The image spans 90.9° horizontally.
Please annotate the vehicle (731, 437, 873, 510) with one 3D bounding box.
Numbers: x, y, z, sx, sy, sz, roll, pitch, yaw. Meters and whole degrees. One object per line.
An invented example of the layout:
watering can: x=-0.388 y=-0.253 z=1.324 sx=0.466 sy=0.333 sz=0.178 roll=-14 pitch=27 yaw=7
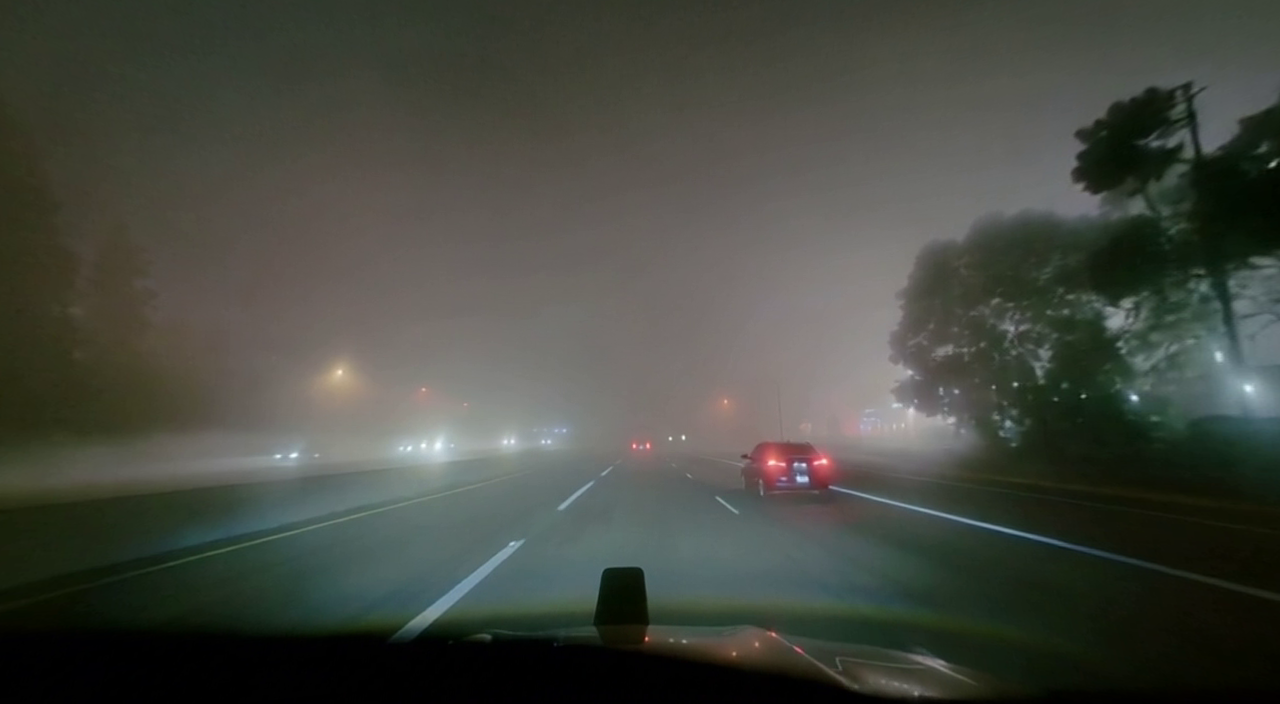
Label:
vehicle: x=3.562 y=2.740 z=14.793 sx=2.069 sy=1.431 sz=4.313 roll=0 pitch=-8 yaw=-2
